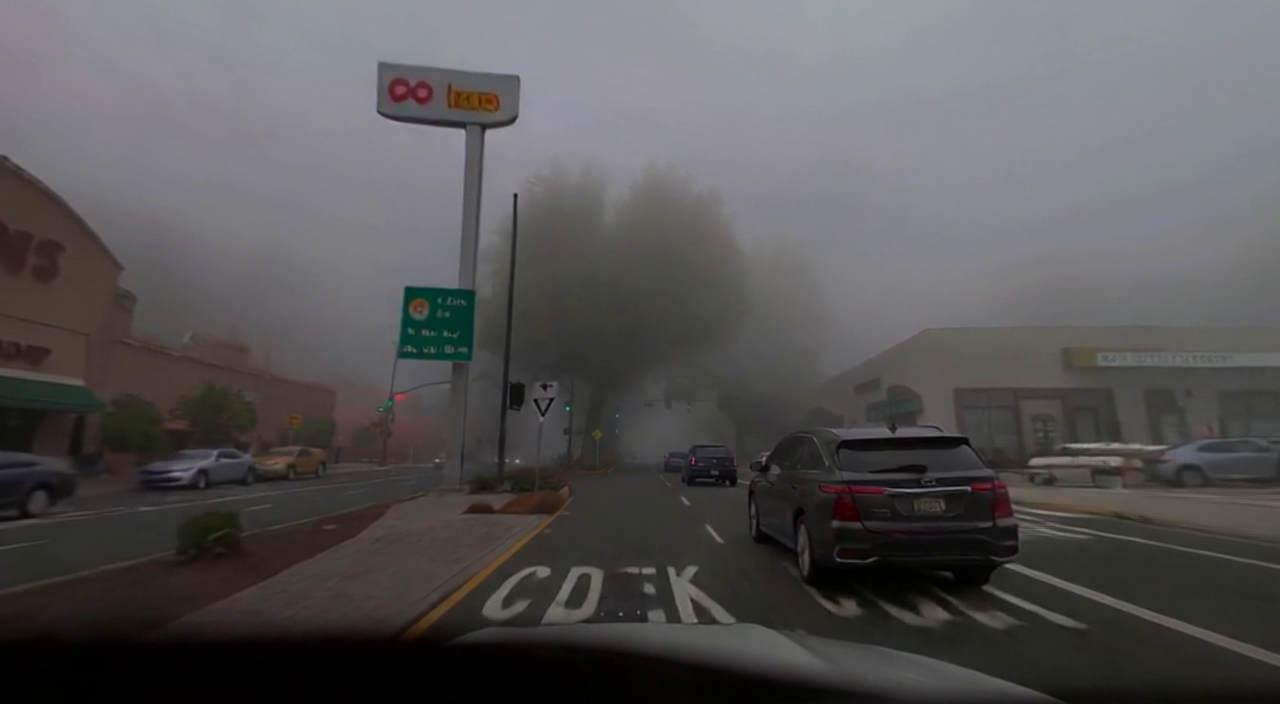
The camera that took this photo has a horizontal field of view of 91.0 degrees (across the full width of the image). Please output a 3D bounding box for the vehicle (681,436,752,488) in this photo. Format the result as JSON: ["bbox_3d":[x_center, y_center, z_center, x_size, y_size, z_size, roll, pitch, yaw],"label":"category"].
[{"bbox_3d":[2.665,3.948,22.948,1.999,1.679,4.217,0,-8,-1],"label":"vehicle"}]

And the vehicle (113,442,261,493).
[{"bbox_3d":[-17.964,4.559,25.374,2.129,1.843,5.067,0,-8,1],"label":"vehicle"}]

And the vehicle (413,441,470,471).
[{"bbox_3d":[-13.437,7.034,42.908,2.097,1.912,4.828,0,-8,2],"label":"vehicle"}]

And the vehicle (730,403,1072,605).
[{"bbox_3d":[2.587,1.661,7.888,2.183,1.720,4.842,0,-8,0],"label":"vehicle"}]

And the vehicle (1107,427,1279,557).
[{"bbox_3d":[9.831,2.034,9.324,2.065,1.767,4.844,0,-8,0],"label":"vehicle"}]

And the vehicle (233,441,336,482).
[{"bbox_3d":[-17.825,5.487,31.927,2.263,1.887,5.170,0,-8,-1],"label":"vehicle"}]
